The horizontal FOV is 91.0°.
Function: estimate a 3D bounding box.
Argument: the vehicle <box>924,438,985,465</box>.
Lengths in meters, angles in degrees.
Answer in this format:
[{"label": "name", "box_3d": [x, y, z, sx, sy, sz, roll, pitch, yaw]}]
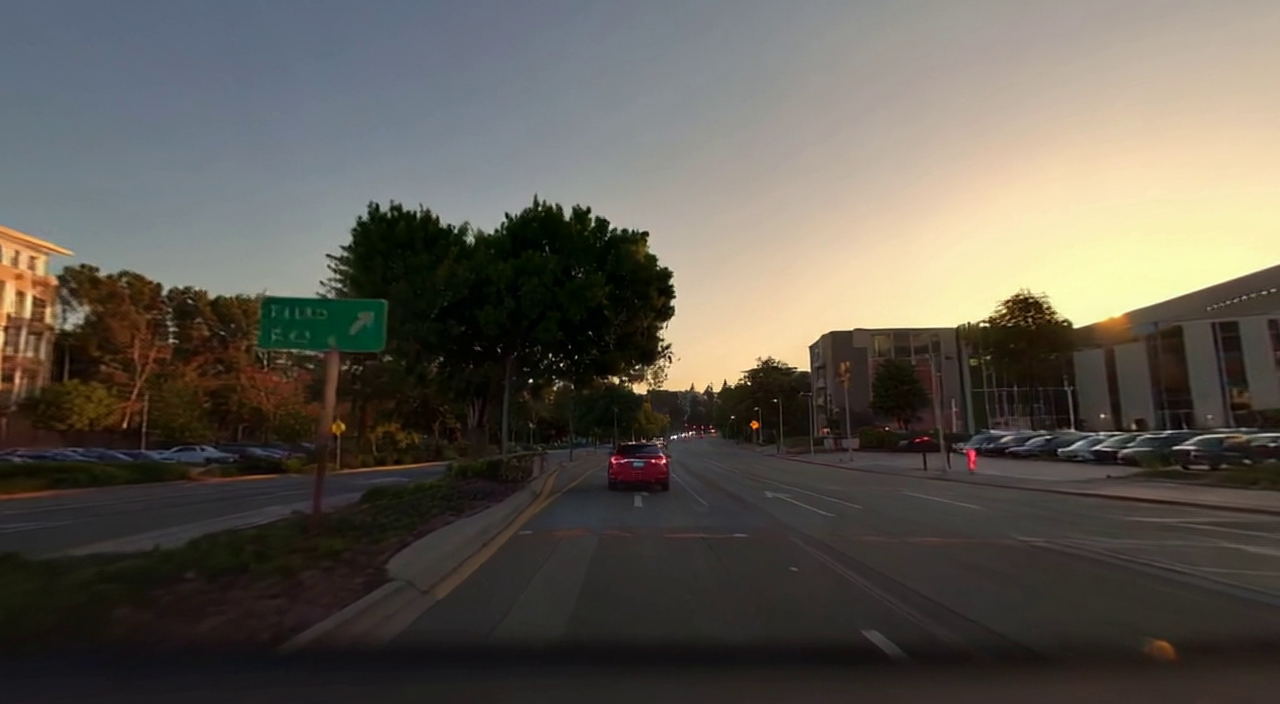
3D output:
[{"label": "vehicle", "box_3d": [22.308, 7.048, 44.893, 2.038, 1.673, 4.389, -2, -8, 0]}]

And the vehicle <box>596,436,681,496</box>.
[{"label": "vehicle", "box_3d": [-0.071, 3.136, 17.719, 2.126, 1.475, 3.967, 0, -8, -1]}]

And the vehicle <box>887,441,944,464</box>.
[{"label": "vehicle", "box_3d": [19.582, 7.168, 44.994, 2.010, 1.492, 4.553, 1, -9, 0]}]

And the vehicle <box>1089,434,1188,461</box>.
[{"label": "vehicle", "box_3d": [32.198, 6.172, 40.768, 4.711, 1.670, 1.950, 0, -7, 0]}]
